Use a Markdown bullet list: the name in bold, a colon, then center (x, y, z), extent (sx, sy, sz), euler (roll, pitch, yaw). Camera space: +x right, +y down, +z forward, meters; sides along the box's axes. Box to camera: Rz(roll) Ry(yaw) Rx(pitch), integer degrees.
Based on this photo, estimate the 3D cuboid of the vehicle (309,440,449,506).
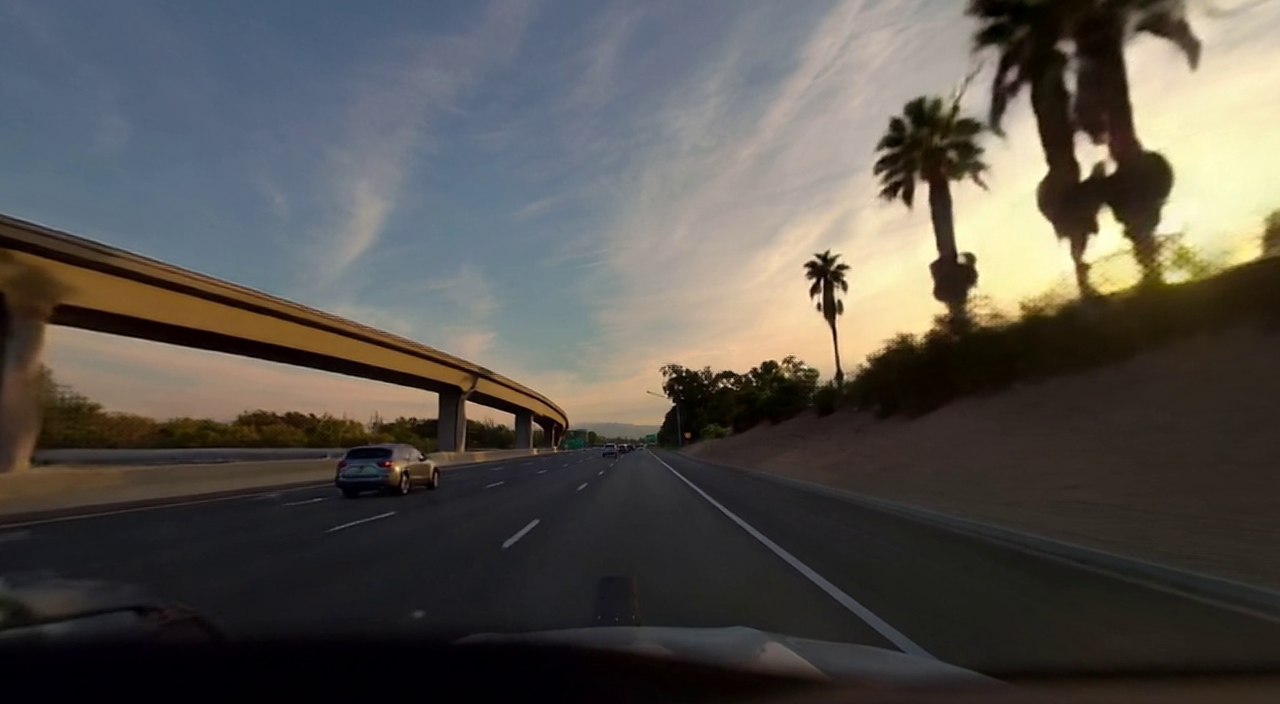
- **vehicle**: center (-6.781, 3.160, 16.996), extent (1.914, 1.503, 4.268), euler (0, -8, 0)
